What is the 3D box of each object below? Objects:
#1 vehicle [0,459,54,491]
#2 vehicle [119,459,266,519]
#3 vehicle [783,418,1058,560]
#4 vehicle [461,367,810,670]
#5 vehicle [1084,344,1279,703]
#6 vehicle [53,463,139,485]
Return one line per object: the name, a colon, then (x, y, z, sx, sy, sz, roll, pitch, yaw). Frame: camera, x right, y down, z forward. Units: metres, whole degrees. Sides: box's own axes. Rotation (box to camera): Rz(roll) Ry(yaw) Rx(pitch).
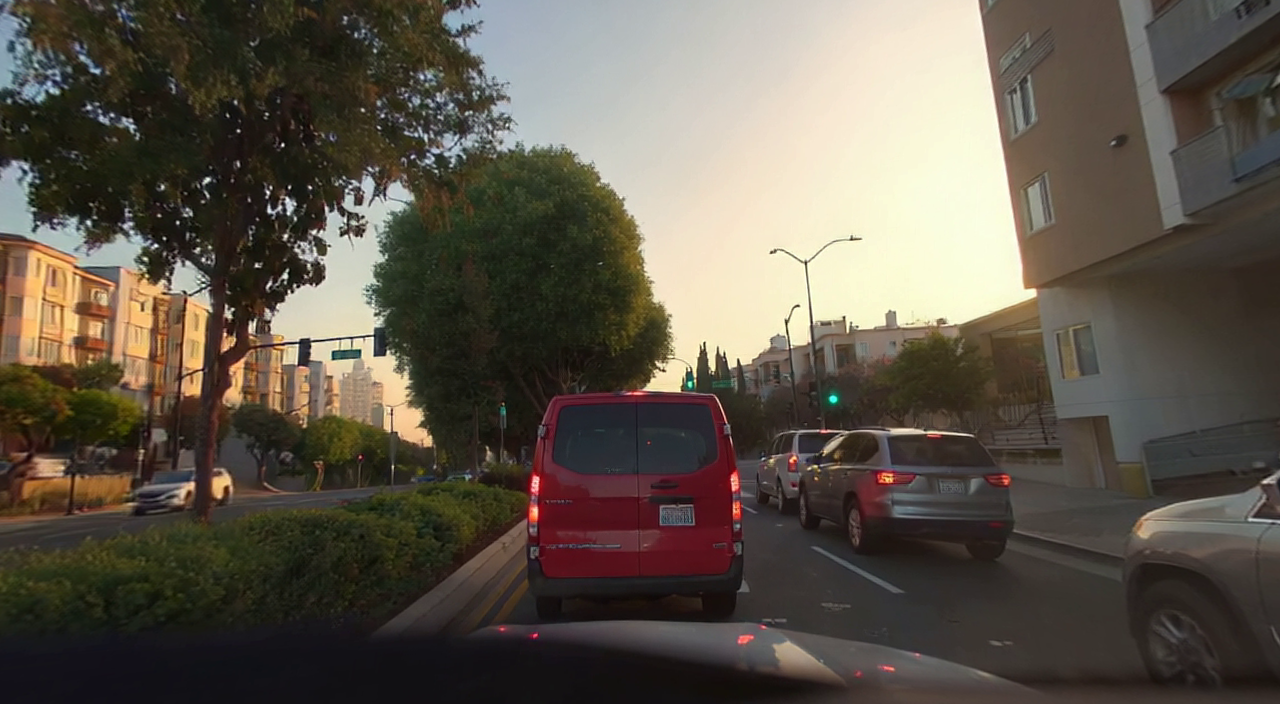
vehicle: (-35.476, 6.833, 35.156, 3.843, 1.680, 1.782, -1, -9, 4)
vehicle: (-13.423, 4.076, 19.308, 1.852, 1.485, 4.428, 1, -9, -10)
vehicle: (3.922, 2.006, 10.014, 2.061, 1.676, 4.734, 0, -9, -2)
vehicle: (-0.025, 1.326, 6.040, 2.101, 1.828, 4.270, 0, -9, 0)
vehicle: (3.806, 0.700, 1.738, 2.157, 1.748, 4.130, 0, -9, 1)
vehicle: (-38.464, 8.628, 44.636, 4.396, 1.458, 1.809, -1, -9, 2)
